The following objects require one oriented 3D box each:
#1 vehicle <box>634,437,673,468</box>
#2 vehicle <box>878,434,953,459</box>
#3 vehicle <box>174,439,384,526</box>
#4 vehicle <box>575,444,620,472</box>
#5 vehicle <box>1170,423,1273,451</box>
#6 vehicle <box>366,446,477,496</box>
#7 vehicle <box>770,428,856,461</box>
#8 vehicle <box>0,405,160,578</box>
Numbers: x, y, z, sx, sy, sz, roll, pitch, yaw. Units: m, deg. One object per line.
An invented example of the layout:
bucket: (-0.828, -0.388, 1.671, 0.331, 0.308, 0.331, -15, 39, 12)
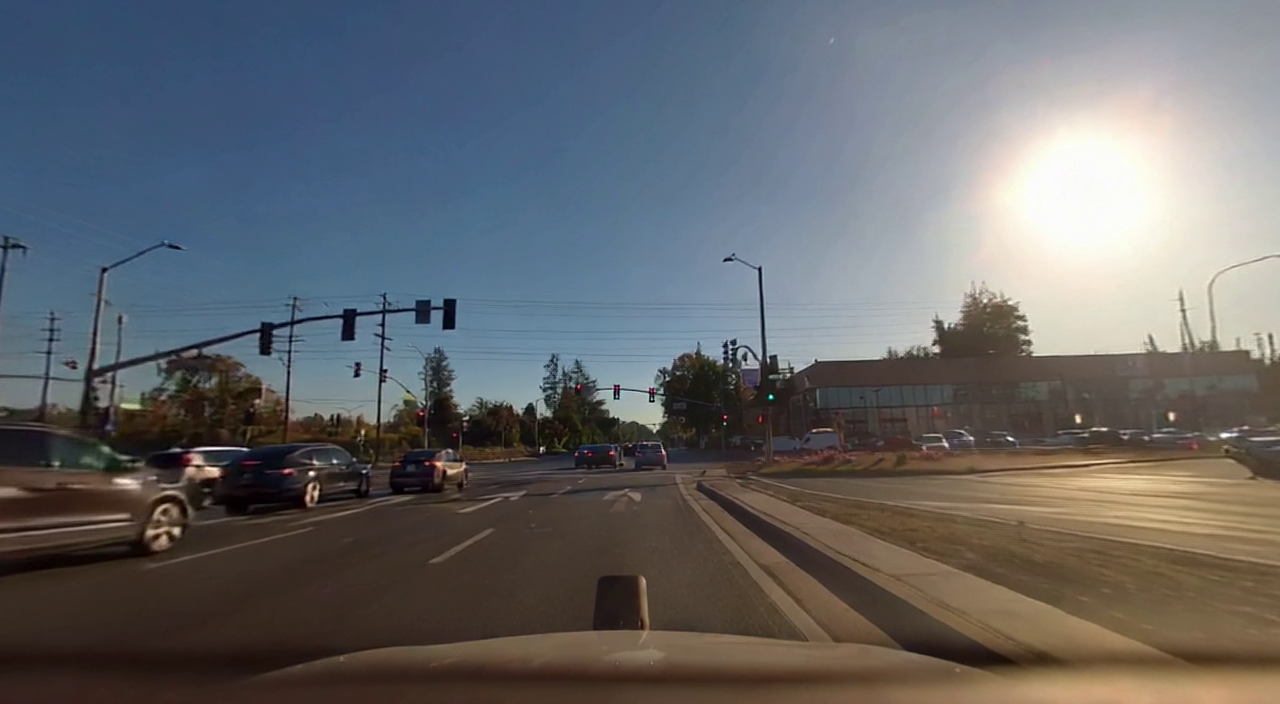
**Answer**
vehicle: (0.887, 6.409, 40.311, 2.276, 1.850, 3.897, -1, -8, 4)
vehicle: (20.167, 6.907, 46.336, 4.544, 1.764, 1.985, -1, -8, 4)
vehicle: (-7.556, 2.725, 13.858, 1.912, 1.573, 4.299, 0, -8, 2)
vehicle: (-2.351, 6.050, 36.233, 2.064, 1.464, 4.373, 0, -8, 3)
vehicle: (41.310, 6.075, 44.963, 4.988, 1.916, 2.172, -1, -8, 3)
vehicle: (-7.101, 3.892, 21.146, 1.904, 1.449, 4.580, 0, -8, 3)
vehicle: (12.763, 6.892, 46.986, 5.748, 2.332, 2.361, -1, -8, 3)
vehicle: (-7.482, 1.425, 6.461, 1.860, 1.754, 4.089, 0, -8, 0)
